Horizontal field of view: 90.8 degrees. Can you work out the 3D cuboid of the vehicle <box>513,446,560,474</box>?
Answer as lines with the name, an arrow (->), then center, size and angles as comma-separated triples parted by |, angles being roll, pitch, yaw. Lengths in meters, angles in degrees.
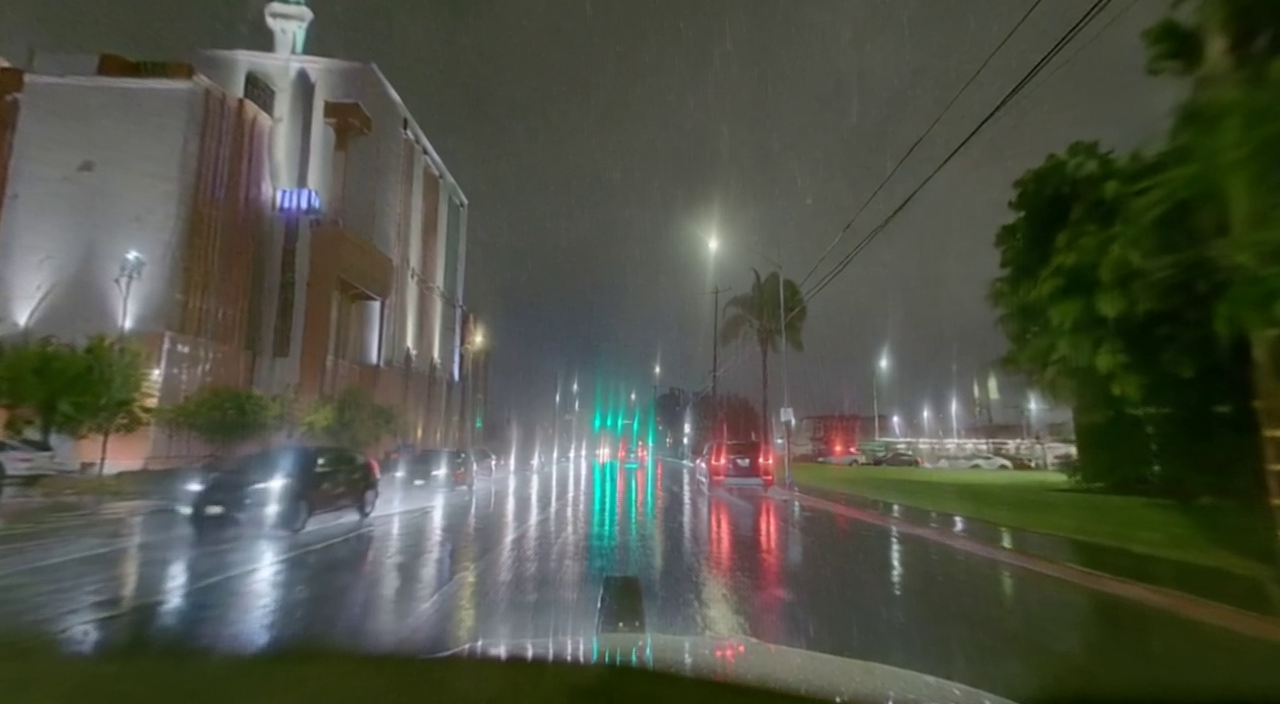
vehicle -> -6.111, 6.430, 37.966 | 2.074, 1.541, 4.395 | 0, -8, 0

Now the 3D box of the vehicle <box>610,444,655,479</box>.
vehicle -> -0.359, 5.663, 32.899 | 2.196, 1.655, 3.939 | 0, -8, 0

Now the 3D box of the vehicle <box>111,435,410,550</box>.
vehicle -> -5.763, 2.161, 10.539 | 2.083, 1.451, 4.707 | 0, -8, 0

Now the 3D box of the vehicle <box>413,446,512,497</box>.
vehicle -> -6.042, 4.108, 22.173 | 2.135, 1.542, 4.575 | 0, -8, 0

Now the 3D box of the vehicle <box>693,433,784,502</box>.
vehicle -> 2.847, 3.459, 19.387 | 1.995, 1.858, 4.333 | 0, -8, -1

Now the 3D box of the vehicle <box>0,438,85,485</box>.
vehicle -> -26.231, 4.582, 26.706 | 1.889, 1.778, 4.543 | 1, -8, -9
